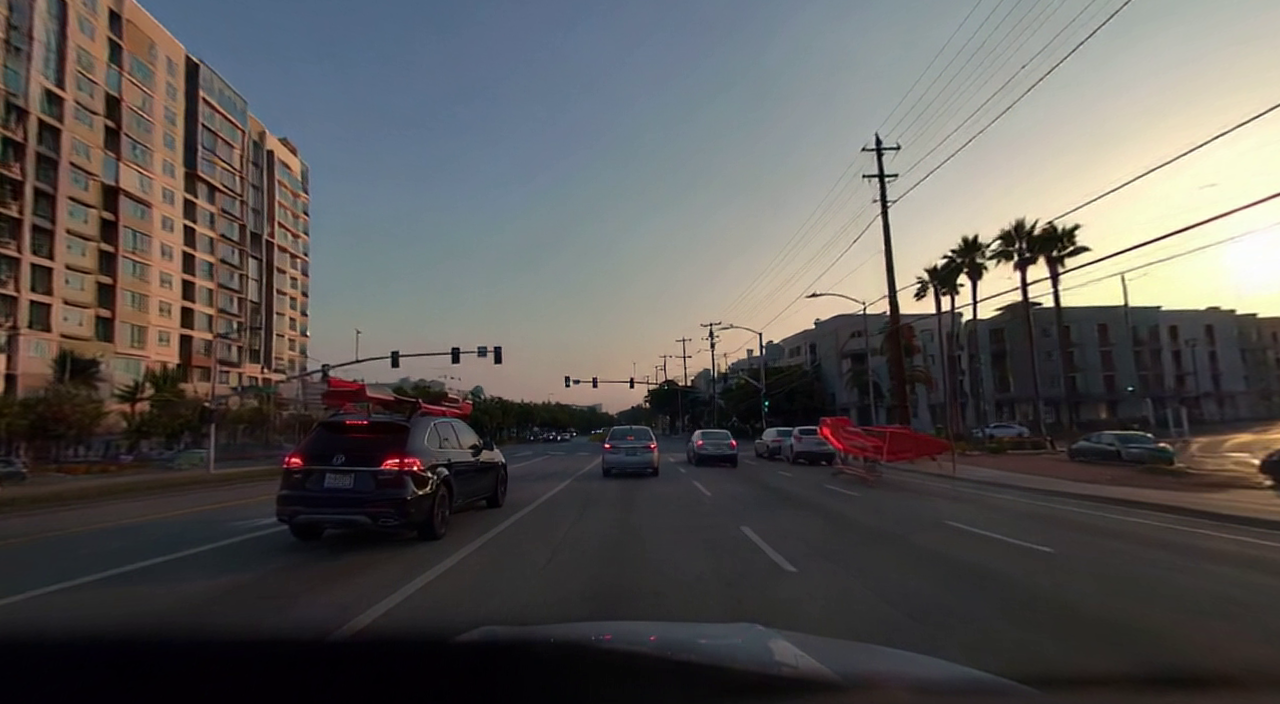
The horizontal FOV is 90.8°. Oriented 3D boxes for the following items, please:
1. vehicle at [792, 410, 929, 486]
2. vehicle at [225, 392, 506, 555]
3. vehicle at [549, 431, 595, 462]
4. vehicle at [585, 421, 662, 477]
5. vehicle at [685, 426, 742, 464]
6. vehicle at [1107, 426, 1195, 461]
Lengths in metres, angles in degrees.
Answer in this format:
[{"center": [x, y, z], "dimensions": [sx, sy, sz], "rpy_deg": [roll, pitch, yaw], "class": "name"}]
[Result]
[{"center": [6.418, 2.903, 19.231], "dimensions": [2.130, 1.979, 5.310], "rpy_deg": [0, -8, -1], "class": "vehicle"}, {"center": [-3.495, 1.665, 9.237], "dimensions": [2.136, 1.779, 4.417], "rpy_deg": [0, -8, 0], "class": "vehicle"}, {"center": [-3.457, 4.927, 32.818], "dimensions": [1.973, 1.504, 3.895], "rpy_deg": [0, -8, 0], "class": "vehicle"}, {"center": [-0.548, 3.262, 21.312], "dimensions": [2.302, 1.681, 4.217], "rpy_deg": [0, -8, -1], "class": "vehicle"}, {"center": [3.204, 4.149, 28.195], "dimensions": [1.975, 1.598, 4.025], "rpy_deg": [0, -8, -1], "class": "vehicle"}, {"center": [23.942, 4.324, 29.824], "dimensions": [2.020, 1.501, 4.732], "rpy_deg": [-4, -9, 24], "class": "vehicle"}]
